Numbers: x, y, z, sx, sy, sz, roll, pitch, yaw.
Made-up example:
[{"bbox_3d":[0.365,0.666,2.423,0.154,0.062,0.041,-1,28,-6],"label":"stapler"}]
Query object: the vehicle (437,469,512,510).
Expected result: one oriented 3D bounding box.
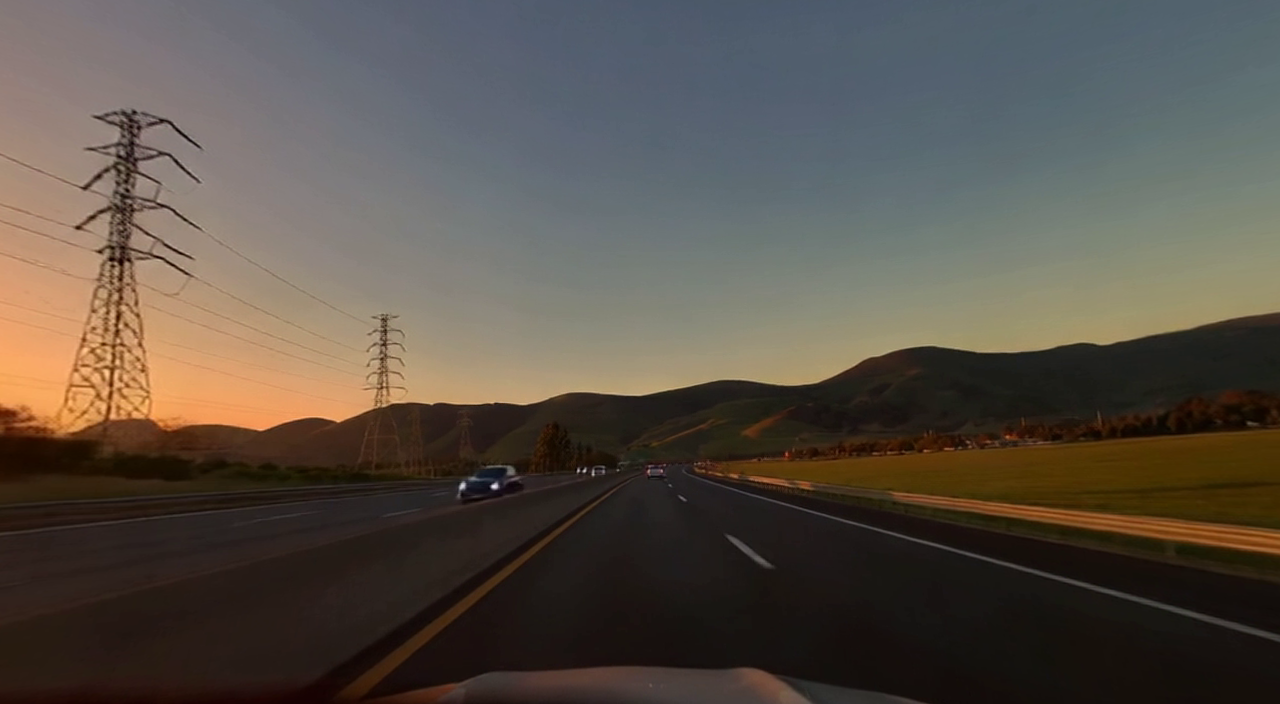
[{"bbox_3d":[-7.022,5.877,27.175,2.023,1.583,4.524,1,-10,0],"label":"vehicle"}]
